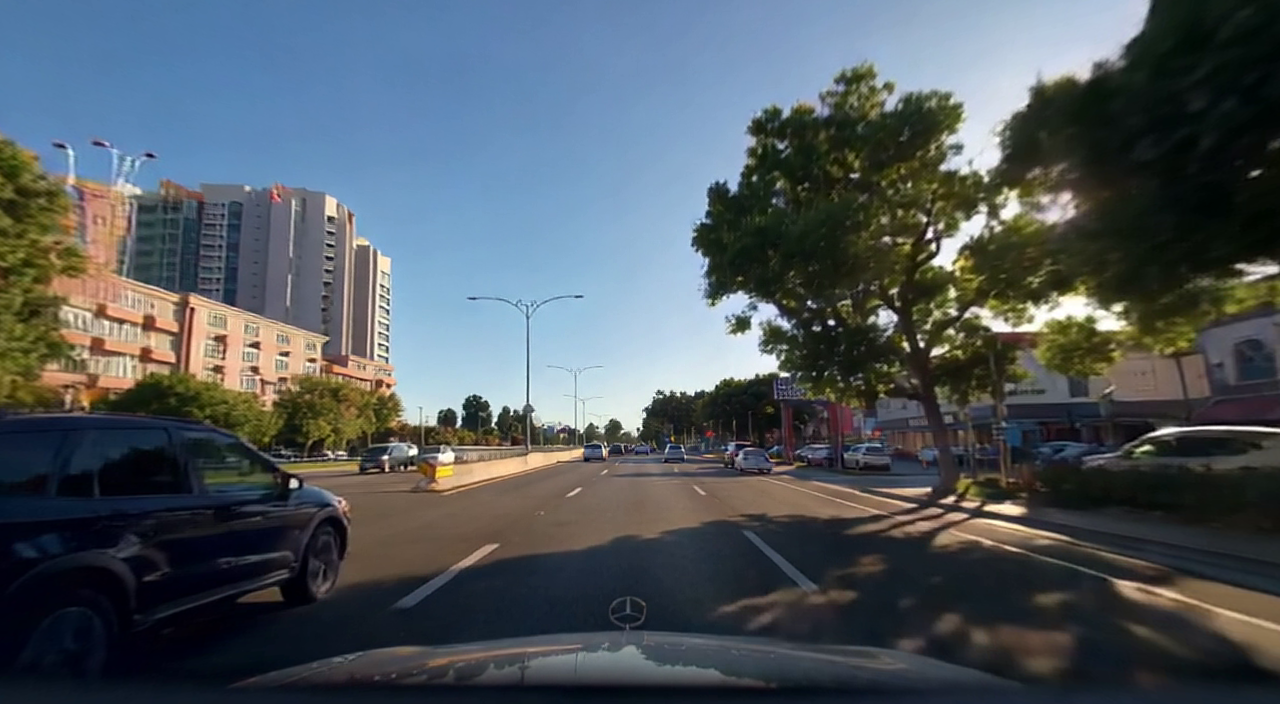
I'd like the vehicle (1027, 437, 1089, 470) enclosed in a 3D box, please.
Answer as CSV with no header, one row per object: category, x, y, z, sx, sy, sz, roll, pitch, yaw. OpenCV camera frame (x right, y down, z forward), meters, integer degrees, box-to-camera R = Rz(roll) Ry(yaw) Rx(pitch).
vehicle,26.472,6.394,39.791,5.164,1.952,1.981,8,-12,-43

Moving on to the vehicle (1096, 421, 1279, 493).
vehicle,15.655,2.675,16.396,1.691,1.670,5.790,3,-7,-40

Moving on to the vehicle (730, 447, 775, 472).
vehicle,6.691,6.438,38.000,1.888,1.425,4.547,0,-9,0

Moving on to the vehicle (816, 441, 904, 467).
vehicle,15.116,7.027,43.561,5.326,1.690,2.007,-8,-11,41

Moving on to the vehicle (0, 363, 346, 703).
vehicle,-3.568,1.003,3.432,1.983,1.635,3.957,0,-9,0

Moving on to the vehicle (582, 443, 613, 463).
vehicle,-3.141,7.590,47.466,2.005,1.446,4.265,0,-9,1
